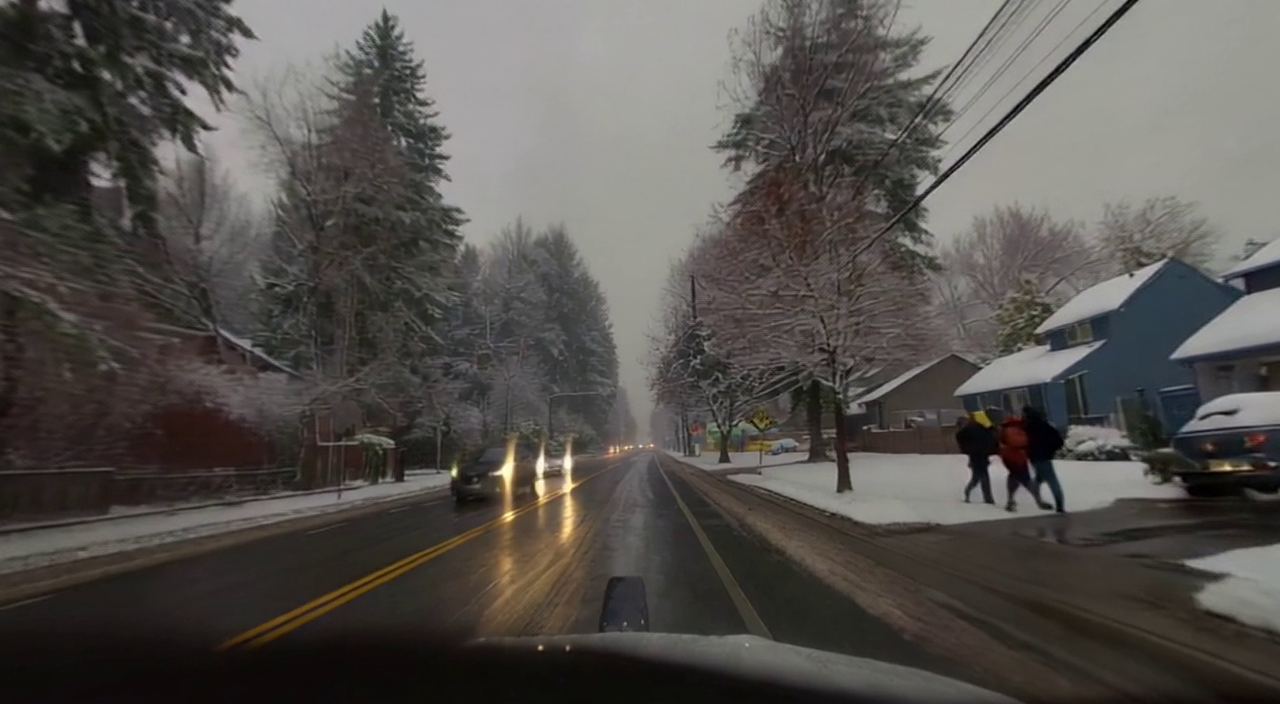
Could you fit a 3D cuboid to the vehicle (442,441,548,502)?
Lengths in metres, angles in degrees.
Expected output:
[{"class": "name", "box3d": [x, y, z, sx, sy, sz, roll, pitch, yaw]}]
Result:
[{"class": "vehicle", "box3d": [-4.452, 3.722, 20.229, 2.167, 1.691, 4.755, 0, -8, 1]}]

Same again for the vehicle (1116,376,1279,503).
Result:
[{"class": "vehicle", "box3d": [11.354, 1.491, 10.770, 4.665, 1.944, 2.092, 0, -8, -1]}]

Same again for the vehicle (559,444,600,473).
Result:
[{"class": "vehicle", "box3d": [-3.869, 6.888, 41.099, 2.041, 1.780, 4.618, 0, -8, 1]}]
